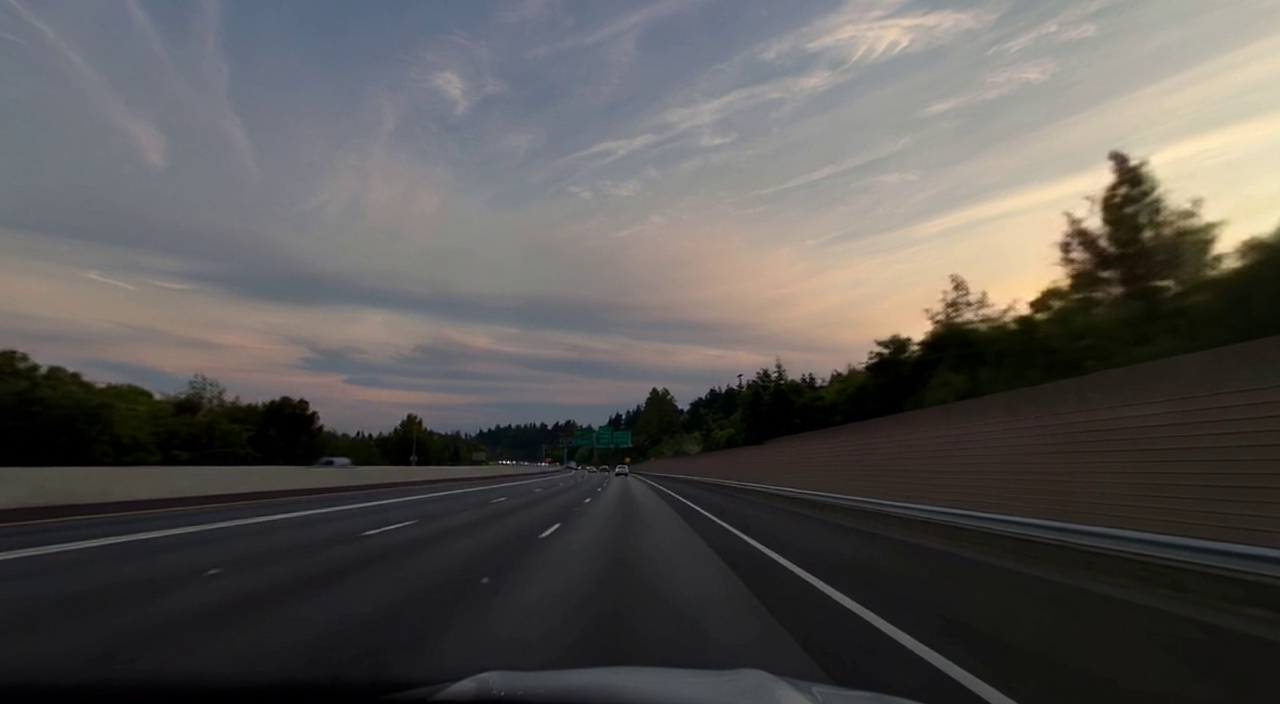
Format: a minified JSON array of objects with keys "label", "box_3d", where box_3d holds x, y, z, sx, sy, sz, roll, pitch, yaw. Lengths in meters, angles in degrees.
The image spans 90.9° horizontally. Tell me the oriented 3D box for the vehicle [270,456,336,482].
[{"label":"vehicle","box_3d":[-20.961,7.334,39.395,1.799,1.489,4.248,1,-10,-1]}]
